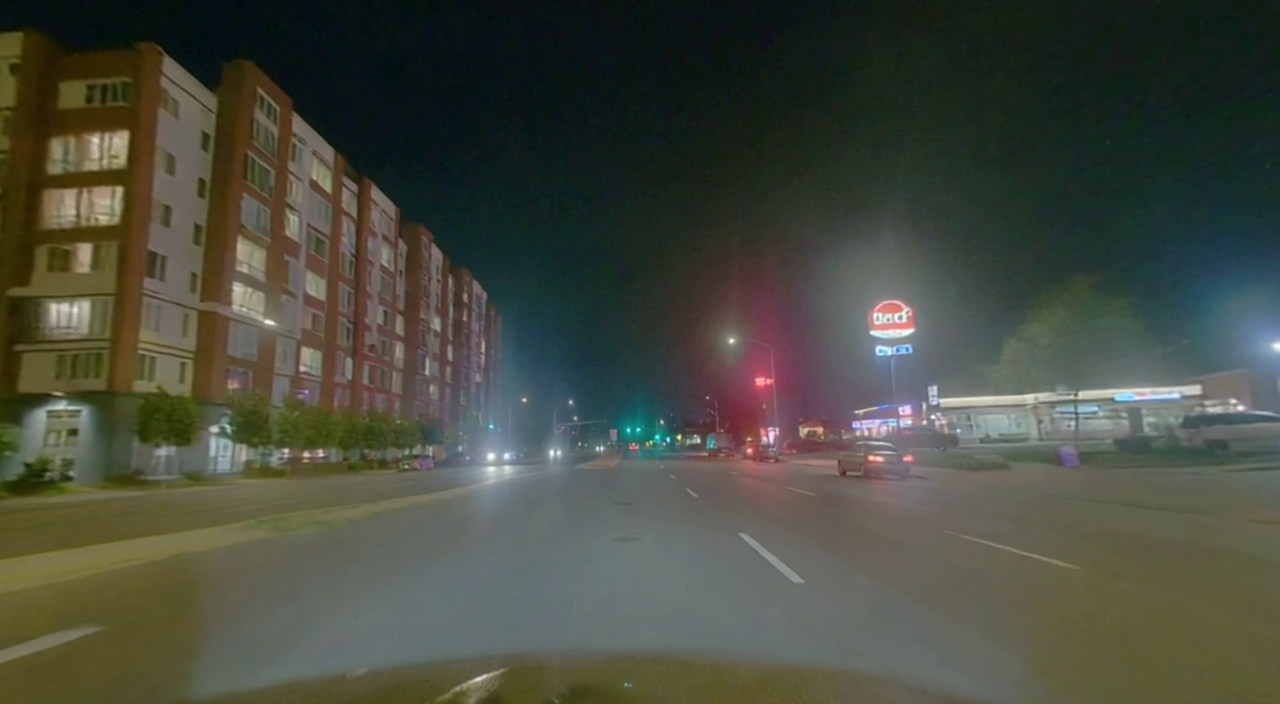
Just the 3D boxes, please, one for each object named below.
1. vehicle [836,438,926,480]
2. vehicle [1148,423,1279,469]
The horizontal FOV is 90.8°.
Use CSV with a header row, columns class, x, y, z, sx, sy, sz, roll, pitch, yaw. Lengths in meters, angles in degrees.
class,x,y,z,sx,sy,sz,roll,pitch,yaw
vehicle,10.590,4.698,28.168,2.078,1.688,4.557,1,-8,-1
vehicle,20.746,3.302,22.216,1.760,1.438,4.642,1,-8,-3
